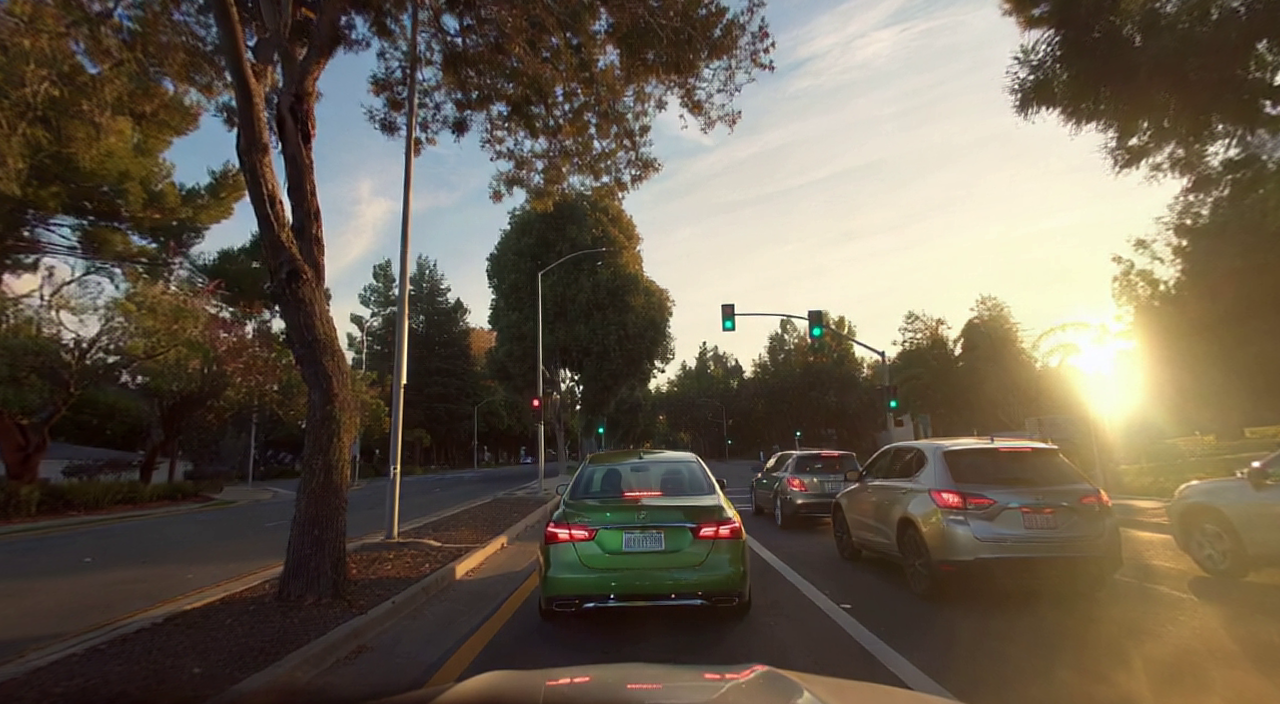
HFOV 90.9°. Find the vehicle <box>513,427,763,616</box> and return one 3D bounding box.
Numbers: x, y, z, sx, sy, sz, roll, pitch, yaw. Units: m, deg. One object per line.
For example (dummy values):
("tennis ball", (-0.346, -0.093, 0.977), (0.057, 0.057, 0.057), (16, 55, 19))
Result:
("vehicle", (0.008, 1.678, 7.102), (2.015, 1.502, 3.898), (0, -9, 1))

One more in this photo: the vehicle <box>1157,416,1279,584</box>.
("vehicle", (6.939, 1.336, 5.568), (1.783, 1.572, 3.421), (0, -9, 1))

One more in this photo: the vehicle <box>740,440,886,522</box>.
("vehicle", (3.525, 2.720, 13.820), (1.934, 1.494, 4.446), (0, -9, 0))

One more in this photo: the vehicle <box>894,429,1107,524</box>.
("vehicle", (7.020, 2.463, 12.901), (1.923, 1.611, 4.094), (0, -9, 0))
